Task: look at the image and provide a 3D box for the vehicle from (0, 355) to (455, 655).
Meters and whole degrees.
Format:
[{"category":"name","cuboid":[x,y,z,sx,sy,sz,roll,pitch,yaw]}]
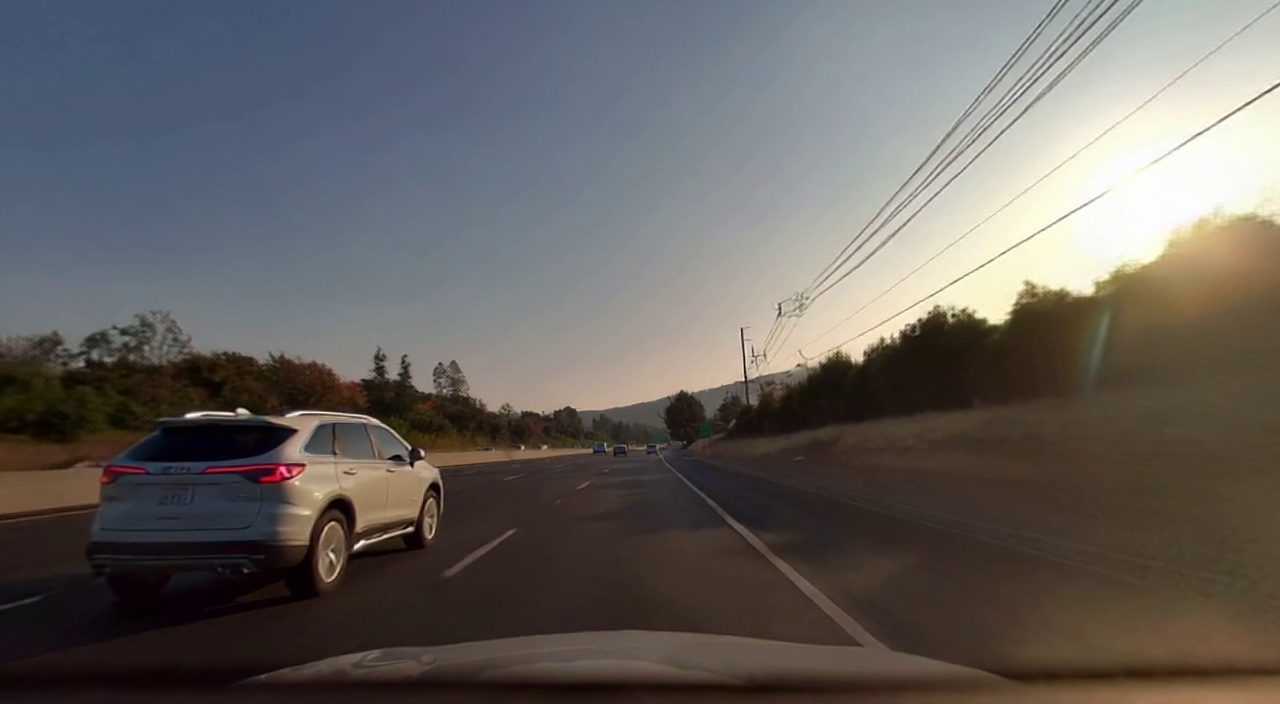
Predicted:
[{"category":"vehicle","cuboid":[-3.865,1.375,6.765,2.136,1.975,5.037,0,-8,1]}]
